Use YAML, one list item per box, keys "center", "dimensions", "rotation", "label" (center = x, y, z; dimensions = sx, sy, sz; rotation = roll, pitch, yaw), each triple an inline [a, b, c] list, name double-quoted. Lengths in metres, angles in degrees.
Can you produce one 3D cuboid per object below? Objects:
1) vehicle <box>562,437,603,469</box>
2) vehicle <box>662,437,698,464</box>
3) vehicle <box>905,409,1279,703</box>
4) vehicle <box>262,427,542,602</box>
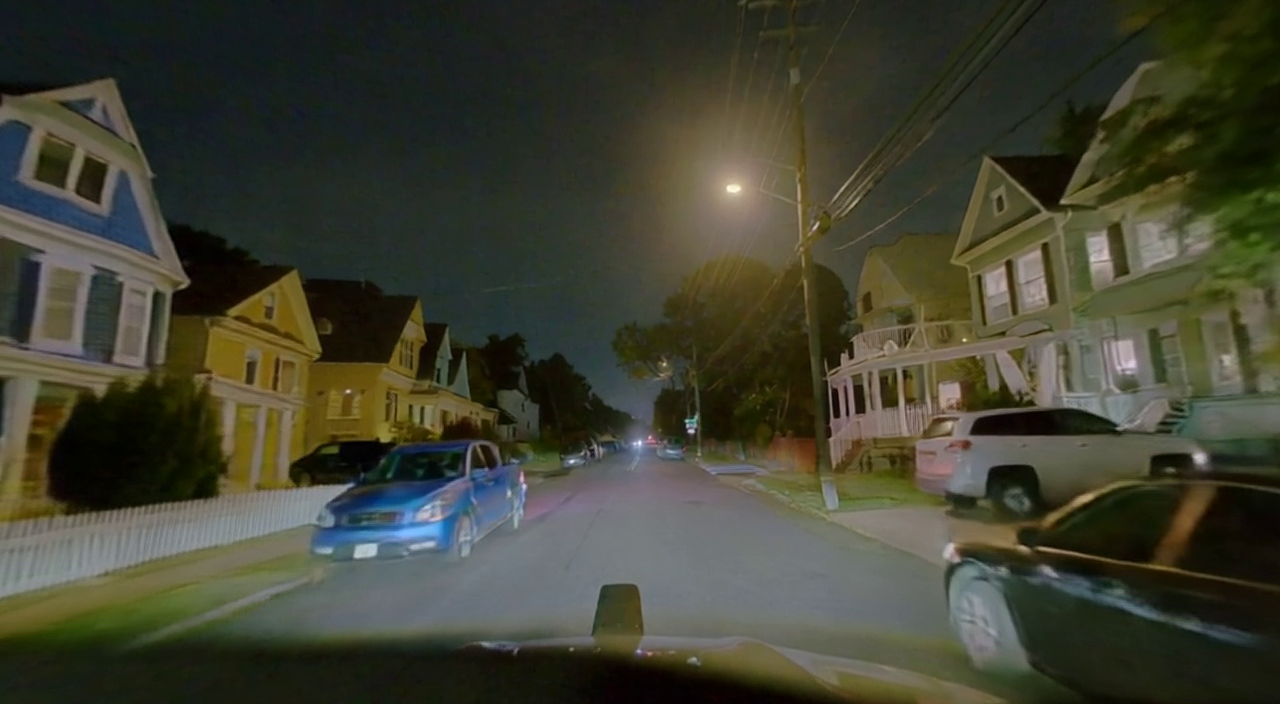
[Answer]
- center: [-3.506, 6.210, 39.144]
  dimensions: [2.082, 1.759, 4.541]
  rotation: [-2, -7, 0]
  label: "vehicle"
- center: [2.849, 7.141, 46.219]
  dimensions: [2.129, 1.873, 4.471]
  rotation: [0, -7, -2]
  label: "vehicle"
- center: [3.115, 1.095, 2.591]
  dimensions: [2.043, 1.631, 4.613]
  rotation: [1, -7, 0]
  label: "vehicle"
- center: [-3.046, 2.104, 9.418]
  dimensions: [2.204, 1.655, 4.813]
  rotation: [-7, -7, 0]
  label: "vehicle"
